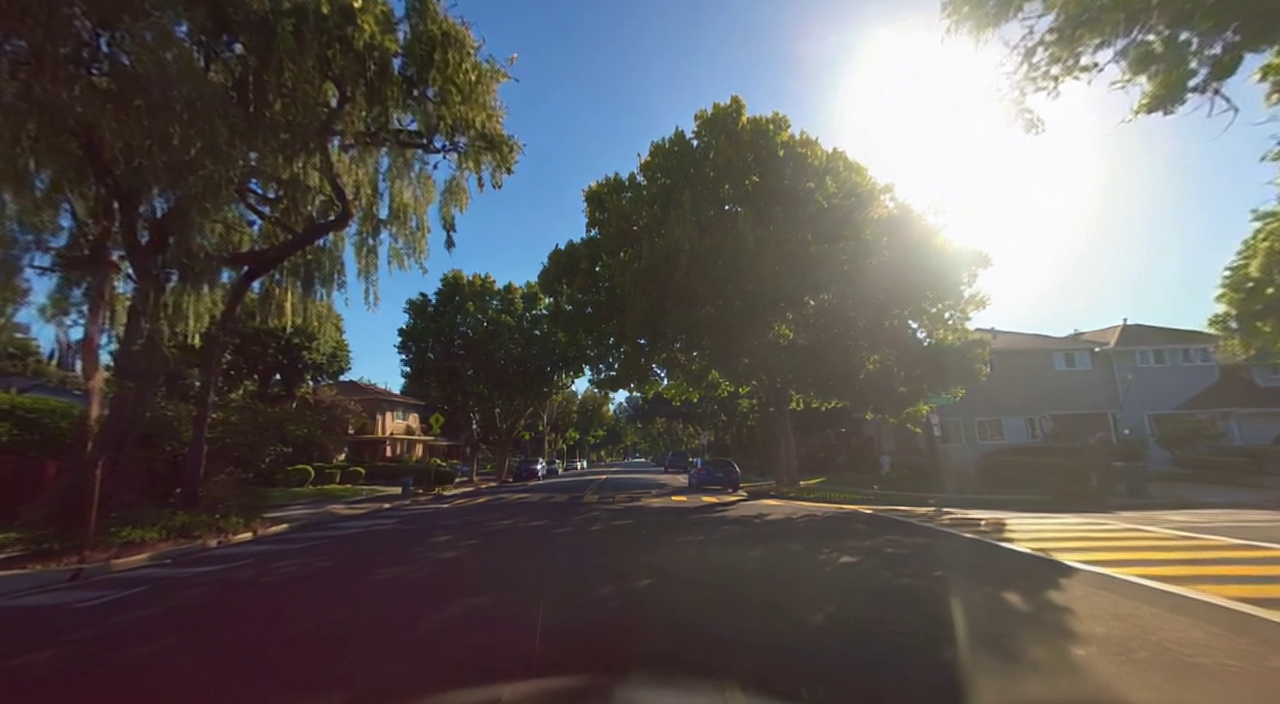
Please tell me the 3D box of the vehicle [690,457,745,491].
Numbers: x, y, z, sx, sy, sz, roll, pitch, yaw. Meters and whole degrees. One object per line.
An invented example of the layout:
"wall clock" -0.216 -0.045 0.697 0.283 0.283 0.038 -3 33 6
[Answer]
"vehicle" 3.628 5.810 30.436 1.961 1.472 4.434 0 -9 -2
